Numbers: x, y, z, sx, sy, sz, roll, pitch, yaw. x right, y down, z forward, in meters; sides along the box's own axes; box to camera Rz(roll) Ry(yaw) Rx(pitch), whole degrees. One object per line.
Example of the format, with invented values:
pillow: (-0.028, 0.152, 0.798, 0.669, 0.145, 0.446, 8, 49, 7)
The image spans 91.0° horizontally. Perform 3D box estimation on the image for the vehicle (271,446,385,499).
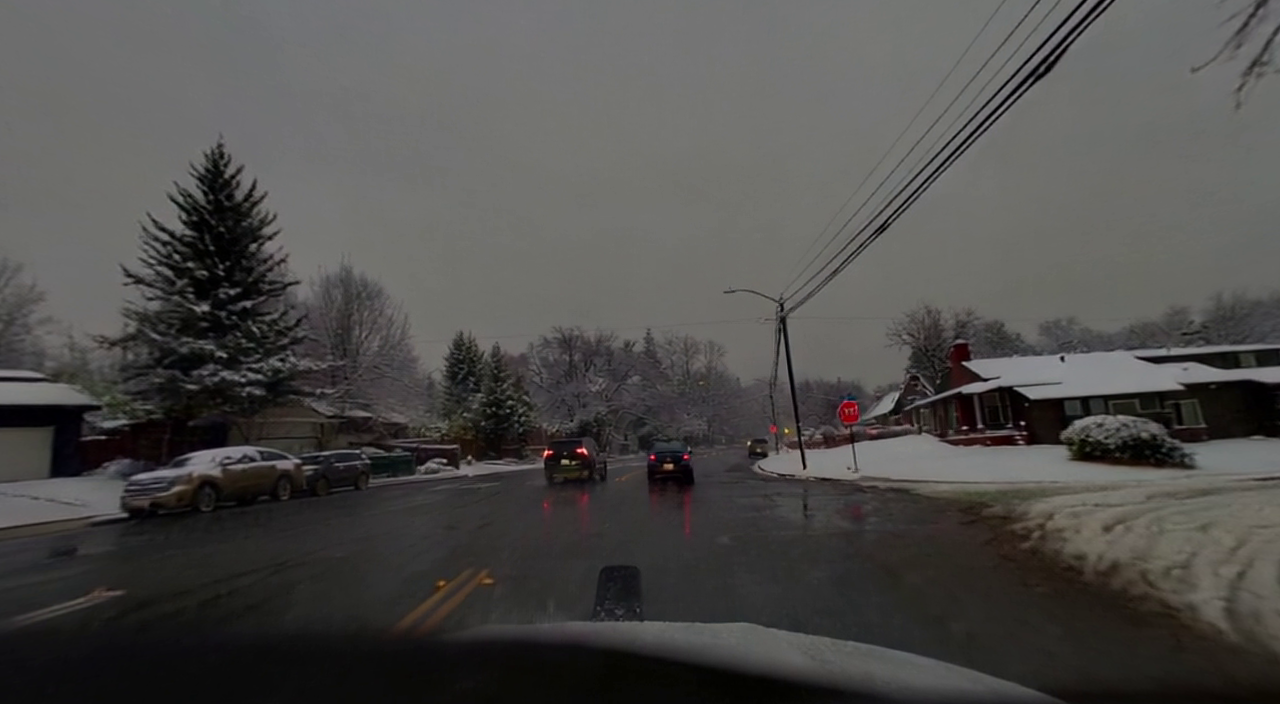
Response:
vehicle: (-12.636, 4.911, 25.900, 2.076, 1.864, 4.730, -3, -10, 3)

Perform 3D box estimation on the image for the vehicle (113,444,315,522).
vehicle: (-13.266, 4.047, 20.289, 2.191, 1.980, 5.888, -4, -9, 4)

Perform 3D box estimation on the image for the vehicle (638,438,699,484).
vehicle: (1.075, 3.812, 22.303, 1.955, 1.459, 4.383, -1, -8, 4)

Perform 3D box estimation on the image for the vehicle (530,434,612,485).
vehicle: (-2.407, 3.934, 23.348, 2.178, 1.695, 4.339, -1, -8, 5)
